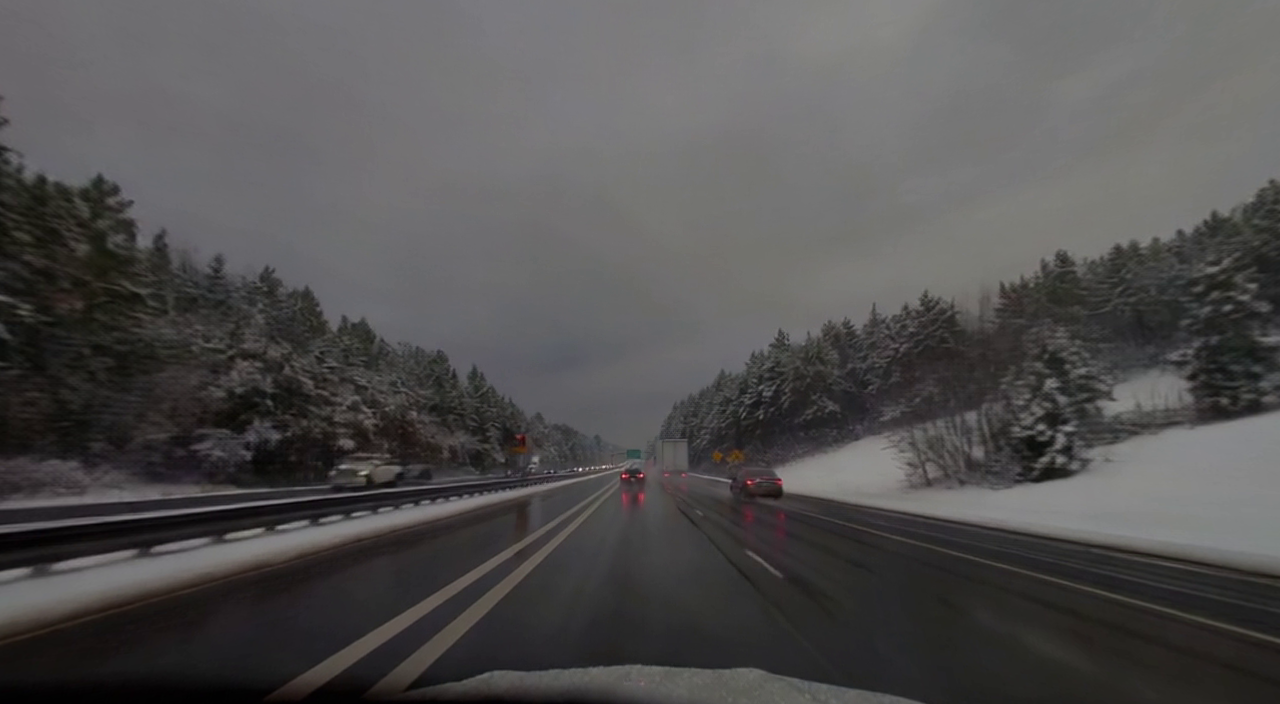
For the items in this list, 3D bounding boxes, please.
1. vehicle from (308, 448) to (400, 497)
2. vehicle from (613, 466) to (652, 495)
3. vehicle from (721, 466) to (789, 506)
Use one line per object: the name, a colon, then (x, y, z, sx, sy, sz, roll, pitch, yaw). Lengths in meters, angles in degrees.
vehicle: (-15.747, 6.680, 35.114, 2.326, 2.432, 5.777, 1, -10, 0)
vehicle: (-0.411, 6.927, 34.150, 2.010, 1.436, 3.973, 1, -10, -1)
vehicle: (4.665, 5.494, 26.164, 1.897, 1.476, 4.334, 1, -10, -2)
